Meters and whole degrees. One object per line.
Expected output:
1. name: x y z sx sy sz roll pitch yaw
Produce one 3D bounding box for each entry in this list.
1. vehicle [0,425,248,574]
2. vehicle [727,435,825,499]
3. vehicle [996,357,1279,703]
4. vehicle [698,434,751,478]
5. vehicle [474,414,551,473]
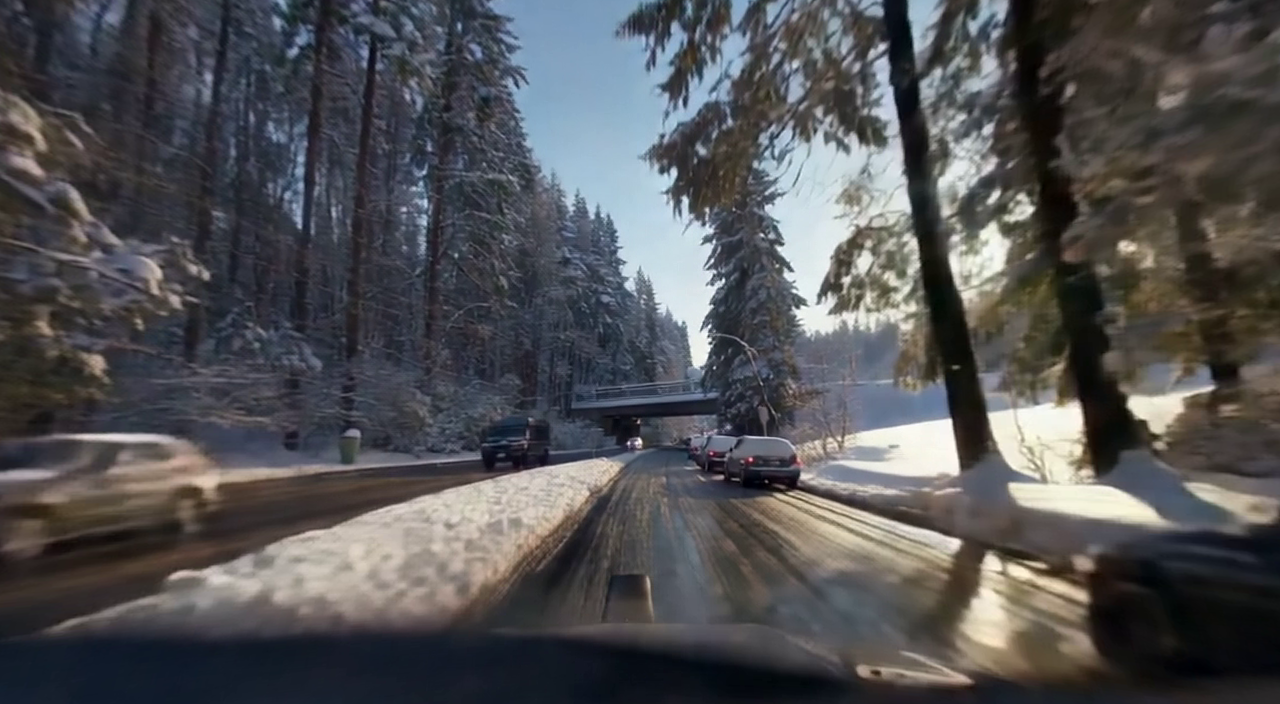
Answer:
1. vehicle: -7.327 1.758 8.122 1.846 1.498 3.886 -1 -8 4
2. vehicle: 3.950 3.406 19.073 1.972 1.682 4.397 0 -8 0
3. vehicle: 3.395 0.833 2.172 1.868 1.694 4.184 0 -8 0
4. vehicle: 3.943 4.928 30.144 1.985 1.895 4.496 0 -8 1
5. vehicle: -6.005 4.437 30.526 2.273 2.556 5.337 -1 -8 4
